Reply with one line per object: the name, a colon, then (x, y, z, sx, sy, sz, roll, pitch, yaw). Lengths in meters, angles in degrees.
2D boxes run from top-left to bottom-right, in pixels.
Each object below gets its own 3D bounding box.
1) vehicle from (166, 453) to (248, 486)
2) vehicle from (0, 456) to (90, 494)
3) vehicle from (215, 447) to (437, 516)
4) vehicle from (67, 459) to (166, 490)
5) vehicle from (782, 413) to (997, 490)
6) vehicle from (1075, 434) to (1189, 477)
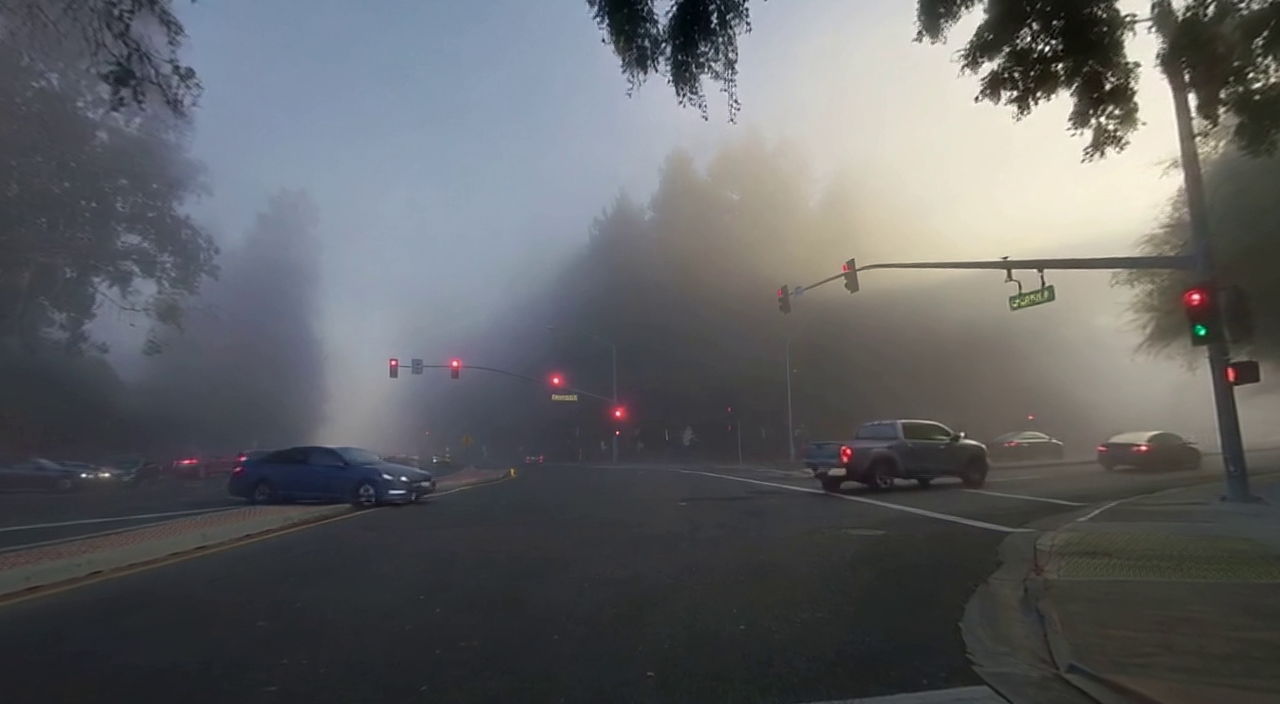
vehicle: (-24.979, 6.755, 36.641, 2.081, 1.670, 4.376, 1, -9, -8)
vehicle: (-31.195, 6.265, 32.457, 2.142, 1.723, 4.692, 1, -9, -9)
vehicle: (-7.555, 3.052, 15.283, 4.702, 1.468, 1.999, -3, -9, 19)
vehicle: (-28.406, 6.626, 34.499, 1.965, 1.448, 4.553, 1, -9, -9)
vehicle: (7.262, 2.856, 18.335, 5.896, 1.937, 2.358, 4, -10, -26)
vehicle: (18.564, 3.857, 23.762, 4.728, 1.471, 1.957, 6, -10, -35)
